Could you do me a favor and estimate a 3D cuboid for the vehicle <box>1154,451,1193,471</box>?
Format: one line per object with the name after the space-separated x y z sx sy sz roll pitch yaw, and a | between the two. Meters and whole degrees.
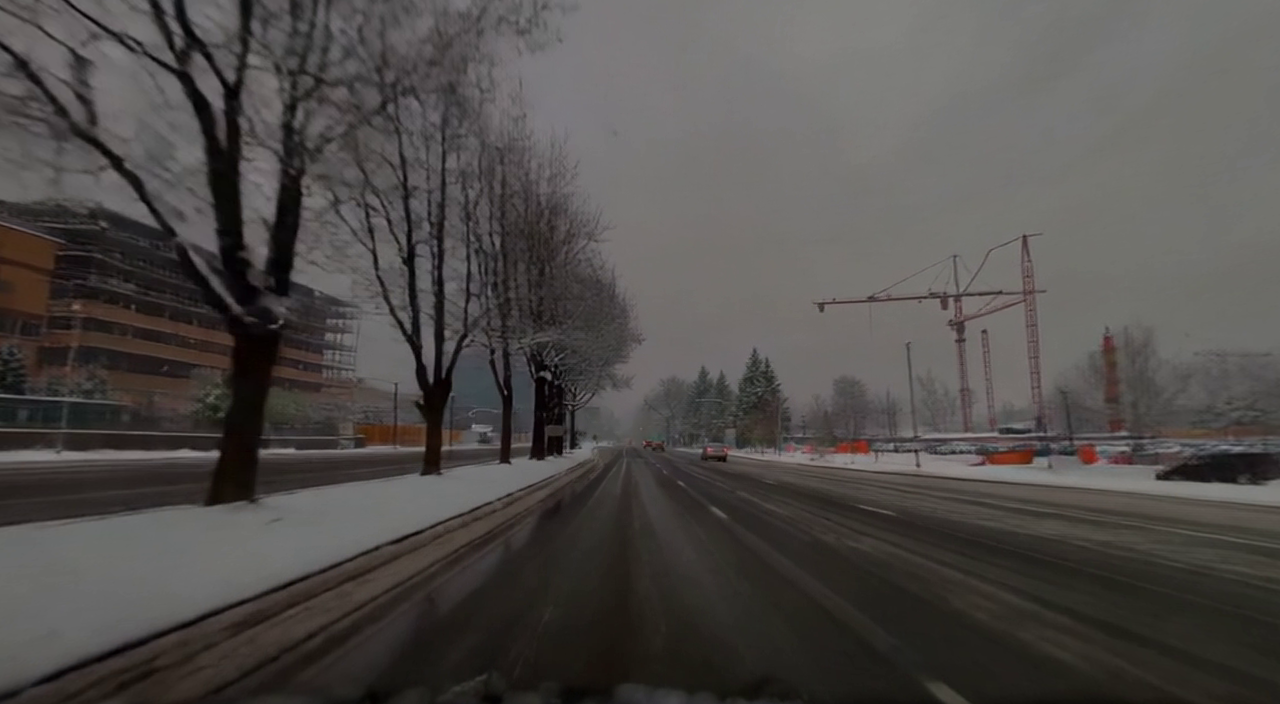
39.190 7.981 46.465 1.934 1.402 4.035 -7 -11 38 | vehicle

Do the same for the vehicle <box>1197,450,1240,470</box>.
42.501 7.911 46.490 1.802 1.369 4.298 -7 -11 36 | vehicle

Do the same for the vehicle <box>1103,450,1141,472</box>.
36.234 8.155 47.434 1.955 1.527 4.835 -8 -12 38 | vehicle
